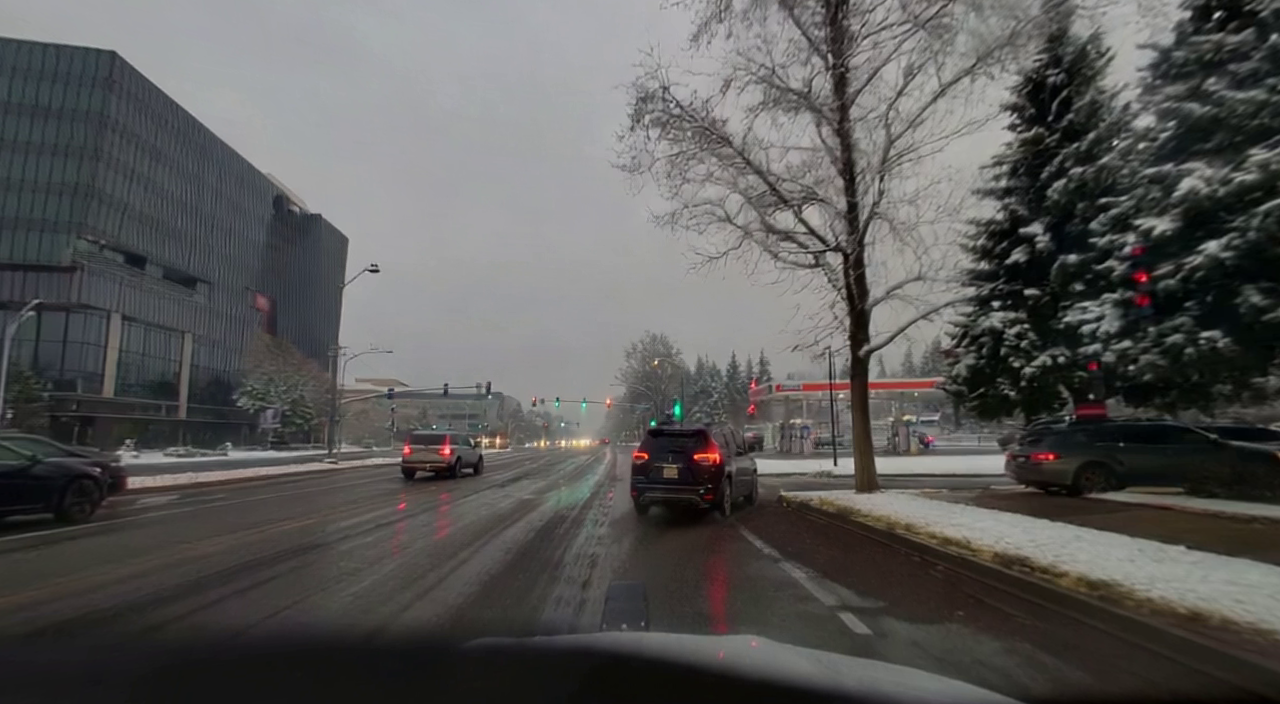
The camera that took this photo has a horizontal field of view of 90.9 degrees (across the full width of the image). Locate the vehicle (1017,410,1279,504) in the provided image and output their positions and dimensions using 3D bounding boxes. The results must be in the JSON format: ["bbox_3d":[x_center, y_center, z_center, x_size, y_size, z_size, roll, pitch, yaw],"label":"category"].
[{"bbox_3d":[10.257,1.957,11.665,5.052,1.482,2.266,1,-10,3],"label":"vehicle"}]

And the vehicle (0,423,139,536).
[{"bbox_3d":[-9.841,1.766,8.706,1.965,1.541,4.718,0,-8,0],"label":"vehicle"}]

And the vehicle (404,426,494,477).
[{"bbox_3d":[-6.829,3.626,23.062,2.018,1.658,4.391,0,-8,-1],"label":"vehicle"}]

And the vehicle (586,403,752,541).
[{"bbox_3d":[0.701,1.896,10.561,2.169,1.751,4.613,-1,-9,8],"label":"vehicle"}]

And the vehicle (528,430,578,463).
[{"bbox_3d":[-4.615,5.116,34.130,2.081,1.698,4.362,0,-8,-1],"label":"vehicle"}]
